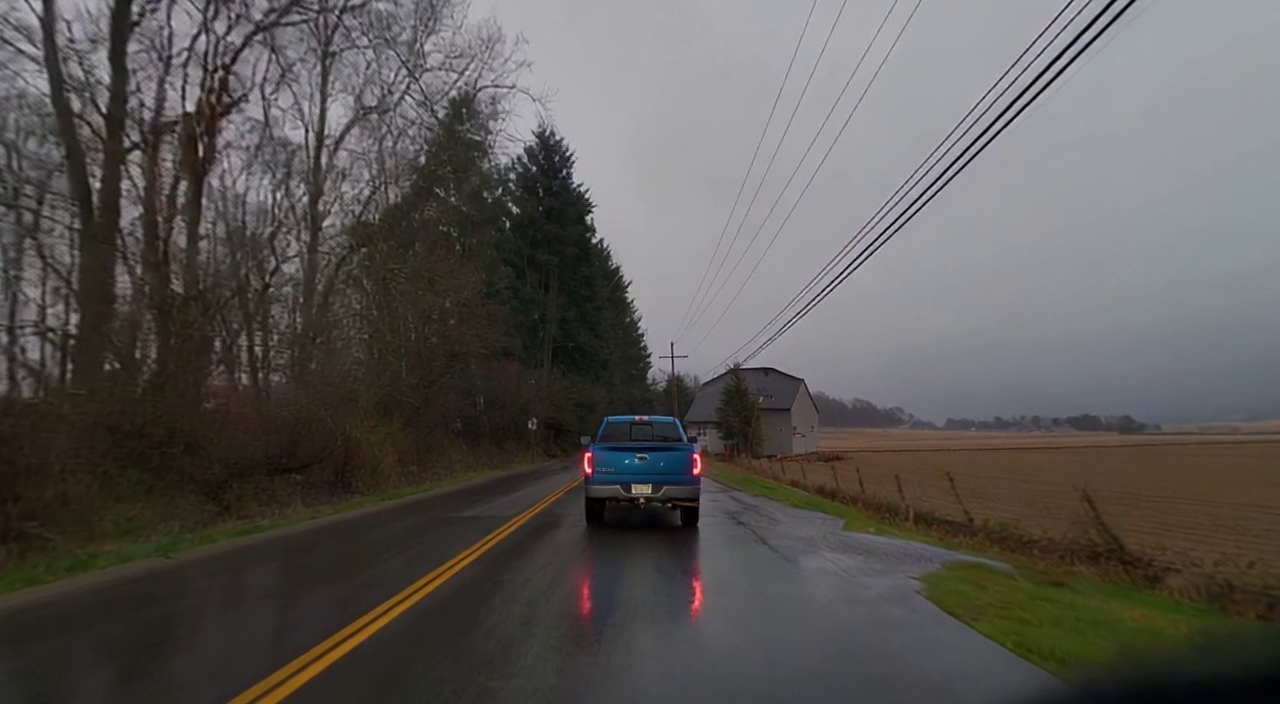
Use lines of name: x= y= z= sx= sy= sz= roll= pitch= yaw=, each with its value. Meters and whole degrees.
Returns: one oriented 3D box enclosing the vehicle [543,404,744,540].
vehicle: x=-0.033 y=2.102 z=11.773 sx=2.774 sy=1.861 sz=5.885 roll=0 pitch=-8 yaw=-2
